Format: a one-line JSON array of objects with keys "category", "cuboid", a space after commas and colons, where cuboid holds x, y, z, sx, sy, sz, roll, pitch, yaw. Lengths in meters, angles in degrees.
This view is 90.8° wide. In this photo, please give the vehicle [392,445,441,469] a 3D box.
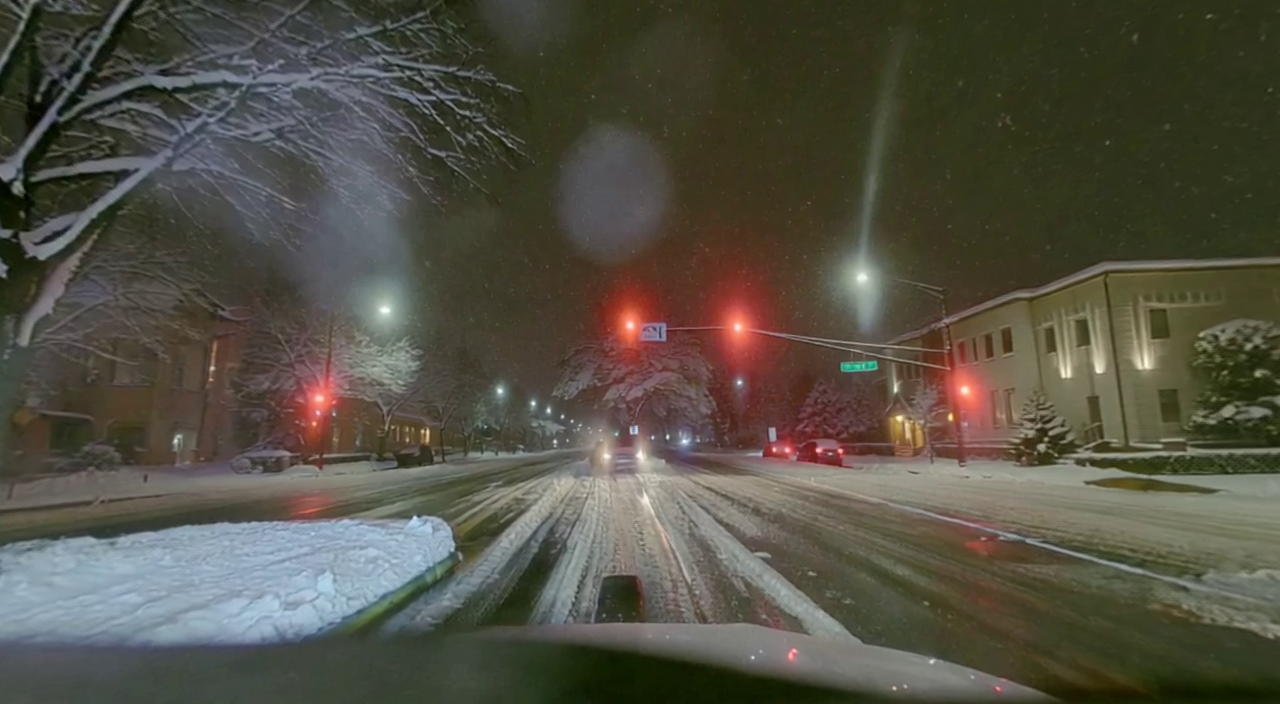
[{"category": "vehicle", "cuboid": [-16.485, 7.730, 46.763, 2.075, 1.708, 4.335, 0, -8, -1]}]

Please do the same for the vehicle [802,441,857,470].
[{"category": "vehicle", "cuboid": [13.051, 7.126, 43.841, 2.181, 1.876, 4.723, 0, -8, -2]}]

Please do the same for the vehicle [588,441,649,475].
[{"category": "vehicle", "cuboid": [-1.083, 4.908, 29.606, 1.933, 1.460, 4.683, 2, -9, -13]}]
